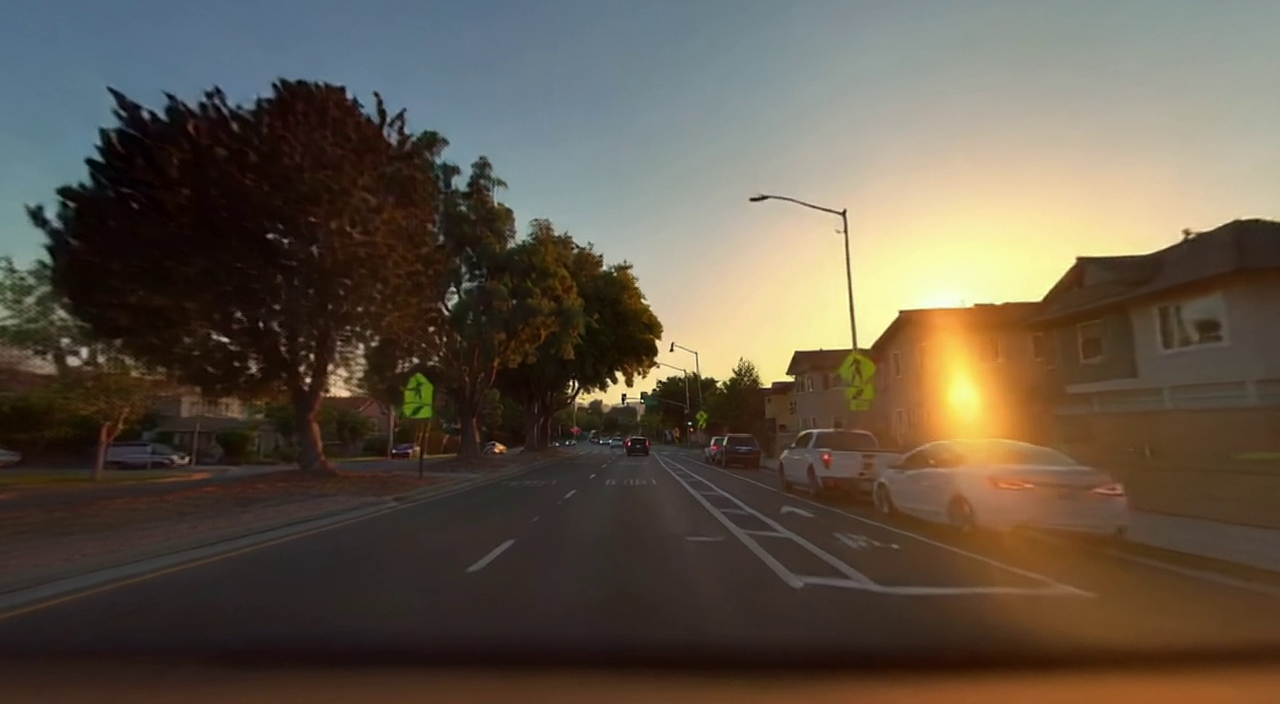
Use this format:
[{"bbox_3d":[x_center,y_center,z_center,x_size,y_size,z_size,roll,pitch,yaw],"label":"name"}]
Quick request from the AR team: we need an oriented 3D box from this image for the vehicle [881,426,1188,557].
[{"bbox_3d":[5.743,2.072,10.119,1.940,1.584,4.553,0,-9,0],"label":"vehicle"}]

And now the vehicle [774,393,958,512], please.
[{"bbox_3d":[5.455,2.603,16.598,2.324,2.468,6.422,1,-9,-1],"label":"vehicle"}]

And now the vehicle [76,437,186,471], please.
[{"bbox_3d":[-36.553,7.312,45.456,5.817,2.386,2.307,0,-9,0],"label":"vehicle"}]

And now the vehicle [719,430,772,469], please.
[{"bbox_3d":[5.573,5.174,33.885,2.008,1.930,4.919,0,-8,1],"label":"vehicle"}]
